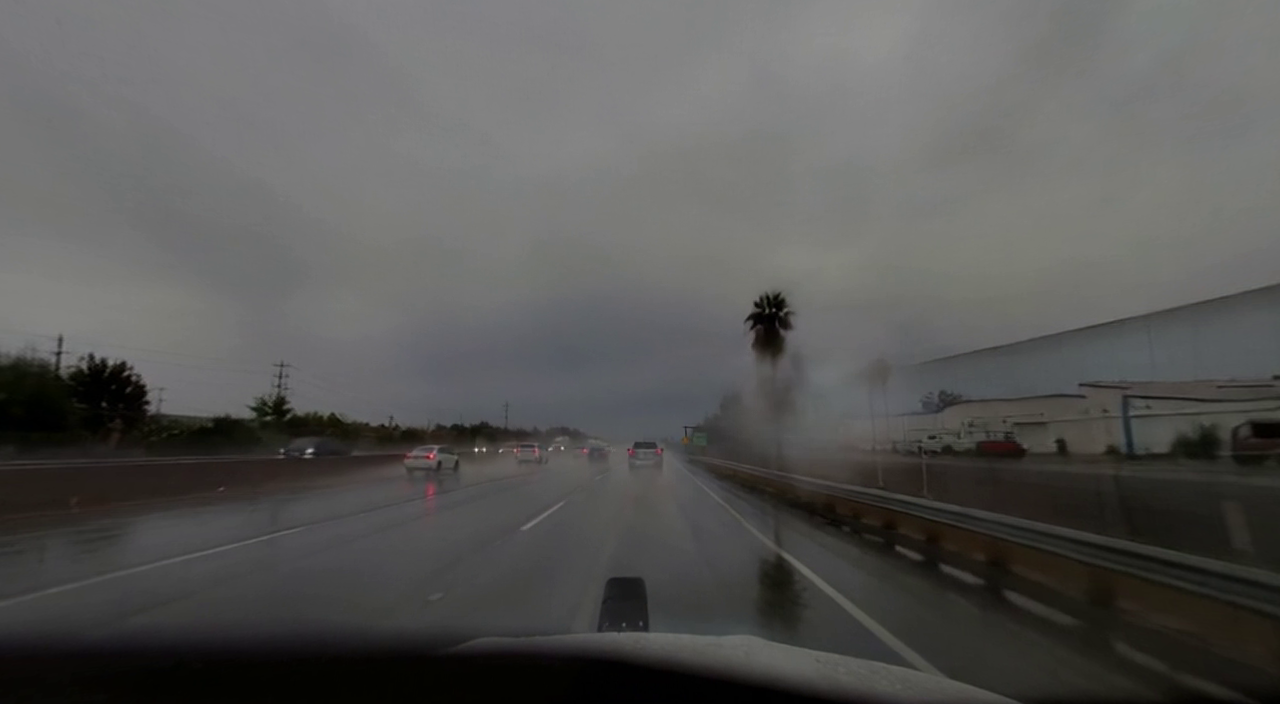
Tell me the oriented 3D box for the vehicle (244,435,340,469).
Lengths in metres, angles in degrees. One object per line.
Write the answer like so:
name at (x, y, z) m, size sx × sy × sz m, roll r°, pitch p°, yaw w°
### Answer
vehicle at (-23.772, 6.863, 43.568) m, size 2.684 × 2.091 × 6.612 m, roll 0°, pitch -8°, yaw 2°

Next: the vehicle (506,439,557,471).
vehicle at (-6.452, 6.142, 37.948) m, size 2.105 × 1.790 × 4.689 m, roll 0°, pitch -8°, yaw 2°

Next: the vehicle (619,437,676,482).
vehicle at (0.297, 4.352, 25.948) m, size 2.136 × 1.678 × 4.052 m, roll 0°, pitch -8°, yaw 1°

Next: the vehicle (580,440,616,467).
vehicle at (-2.993, 7.337, 45.697) m, size 2.108 × 1.832 × 4.549 m, roll 0°, pitch -8°, yaw 2°

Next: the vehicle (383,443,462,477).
vehicle at (-10.455, 5.200, 30.758) m, size 1.910 × 1.501 × 5.004 m, roll 0°, pitch -8°, yaw 2°
